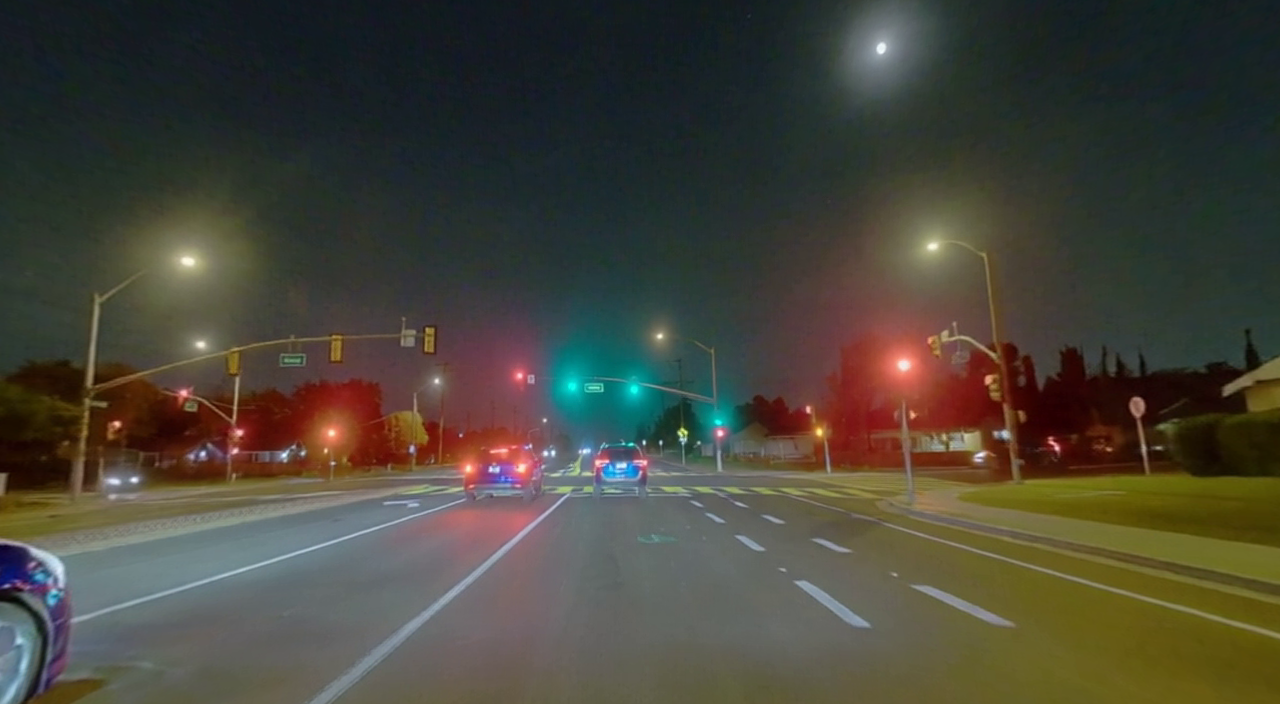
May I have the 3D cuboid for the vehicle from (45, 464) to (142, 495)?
[{"bbox_3d":[-34.691,8.063,40.139,4.533,1.738,2.151,-2,-9,11],"label":"vehicle"}]

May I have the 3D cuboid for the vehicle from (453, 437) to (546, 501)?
[{"bbox_3d":[-4.065,3.428,18.946,1.899,1.685,4.121,0,-8,-1],"label":"vehicle"}]

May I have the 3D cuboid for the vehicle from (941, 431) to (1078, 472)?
[{"bbox_3d":[19.215,5.208,33.156,5.652,1.990,2.190,-2,-9,11],"label":"vehicle"}]

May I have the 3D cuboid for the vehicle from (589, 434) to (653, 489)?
[{"bbox_3d":[-0.734,4.043,23.602,2.155,1.836,4.250,0,-8,-2],"label":"vehicle"}]

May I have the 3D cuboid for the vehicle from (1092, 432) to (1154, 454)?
[{"bbox_3d":[31.859,6.036,41.806,1.754,1.414,3.590,-2,-9,11],"label":"vehicle"}]

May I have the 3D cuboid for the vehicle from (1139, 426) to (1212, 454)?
[{"bbox_3d":[34.829,5.755,41.218,1.901,1.712,3.920,-2,-9,13],"label":"vehicle"}]

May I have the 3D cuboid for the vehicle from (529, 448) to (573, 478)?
[{"bbox_3d":[-4.606,5.782,33.273,1.863,1.449,4.153,0,-8,-2],"label":"vehicle"}]
